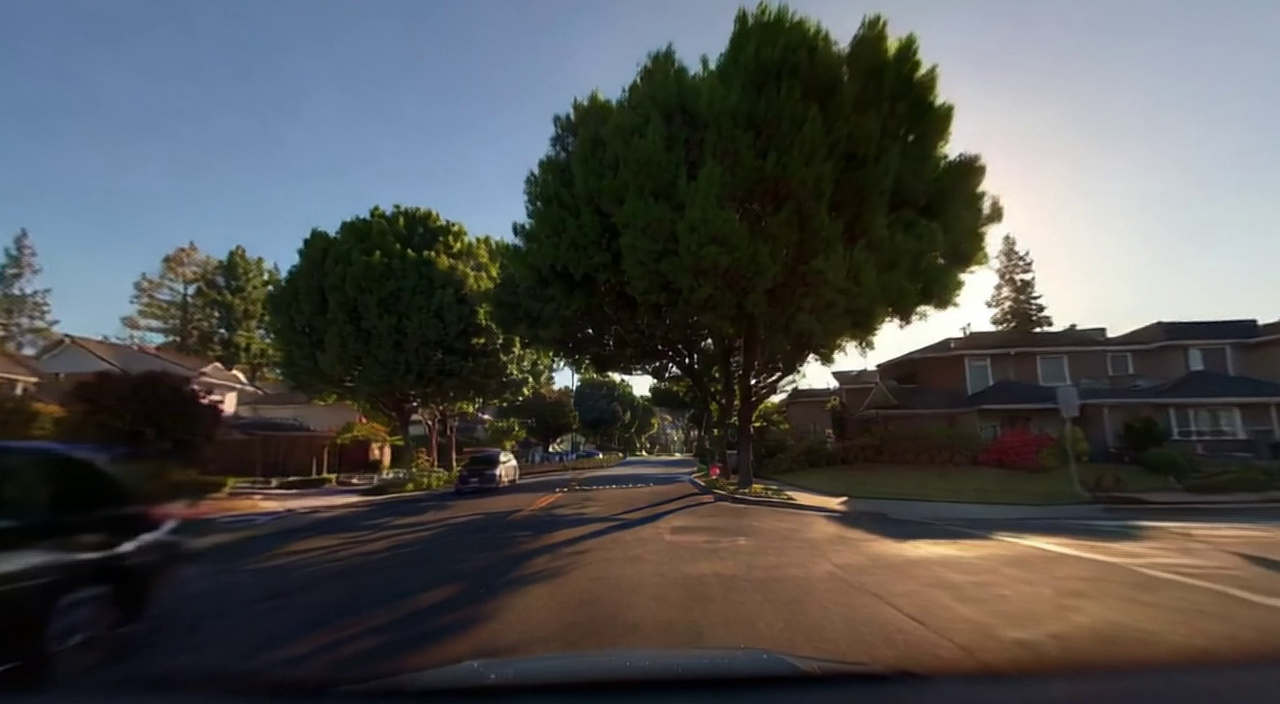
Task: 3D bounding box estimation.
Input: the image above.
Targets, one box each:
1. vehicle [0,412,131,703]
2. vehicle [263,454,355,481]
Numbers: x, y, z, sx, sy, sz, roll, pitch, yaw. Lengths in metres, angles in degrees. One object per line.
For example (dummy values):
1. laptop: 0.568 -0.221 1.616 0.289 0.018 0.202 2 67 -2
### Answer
1. vehicle: -4.590 0.984 2.270 2.025 1.660 4.151 0 -9 0
2. vehicle: -19.487 6.809 37.333 4.373 1.464 1.917 1 -10 -11
